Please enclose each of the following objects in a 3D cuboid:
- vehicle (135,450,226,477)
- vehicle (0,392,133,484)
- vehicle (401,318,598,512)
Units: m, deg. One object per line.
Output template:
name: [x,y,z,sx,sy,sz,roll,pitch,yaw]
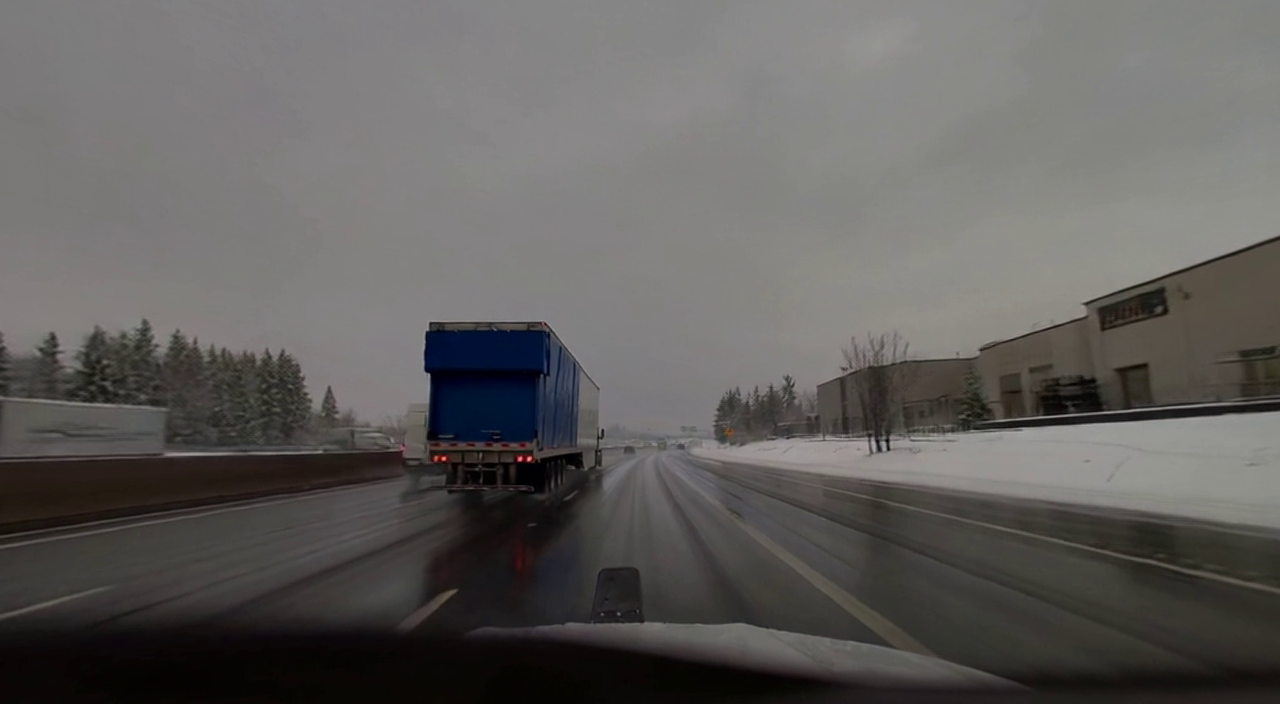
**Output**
vehicle: [-27.175,6.575,37.560,1.842,1.471,4.699,0,-8,0]
vehicle: [-30.851,3.764,27.635,3.319,4.166,16.790,0,-8,1]
vehicle: [-3.514,2.491,21.584,2.939,4.132,16.303,0,-8,0]
